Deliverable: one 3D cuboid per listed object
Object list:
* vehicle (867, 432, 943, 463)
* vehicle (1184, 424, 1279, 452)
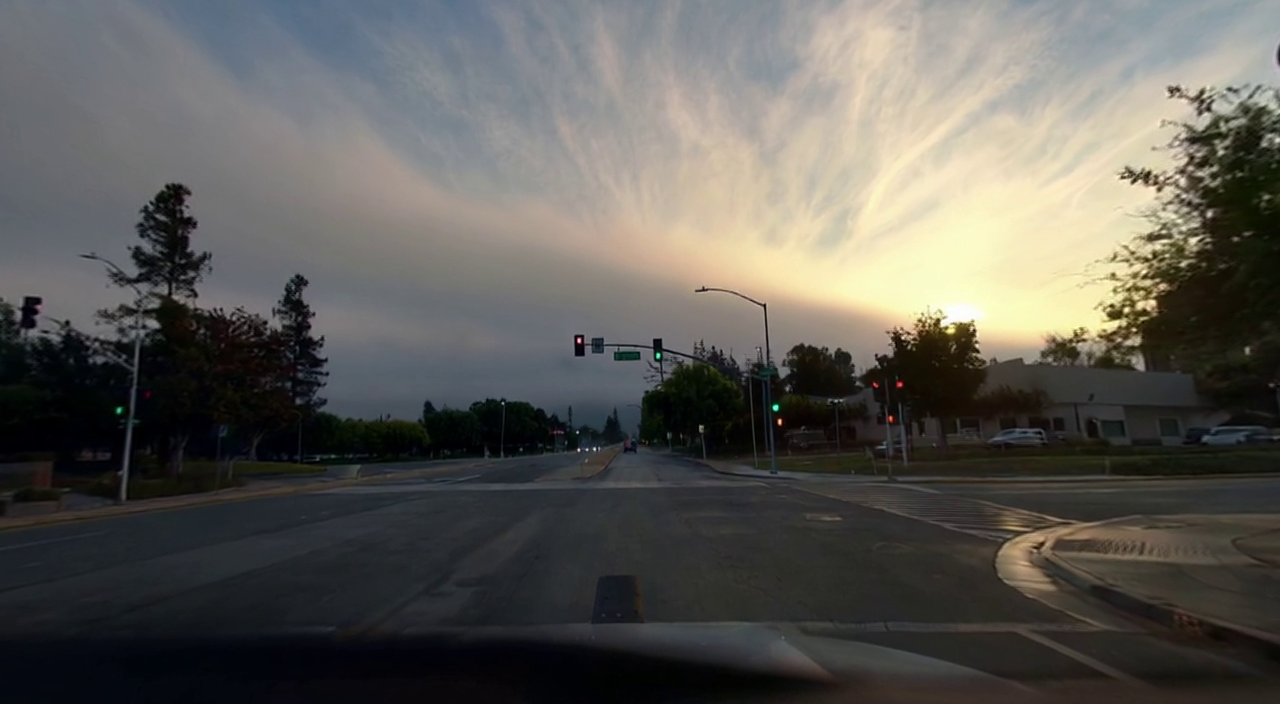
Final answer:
[{"bbox_3d":[14.966,5.466,35.951,1.959,1.471,4.570,-4,-9,-5],"label":"vehicle"},{"bbox_3d":[34.106,4.975,36.303,1.832,1.521,4.266,0,-9,0],"label":"vehicle"}]
